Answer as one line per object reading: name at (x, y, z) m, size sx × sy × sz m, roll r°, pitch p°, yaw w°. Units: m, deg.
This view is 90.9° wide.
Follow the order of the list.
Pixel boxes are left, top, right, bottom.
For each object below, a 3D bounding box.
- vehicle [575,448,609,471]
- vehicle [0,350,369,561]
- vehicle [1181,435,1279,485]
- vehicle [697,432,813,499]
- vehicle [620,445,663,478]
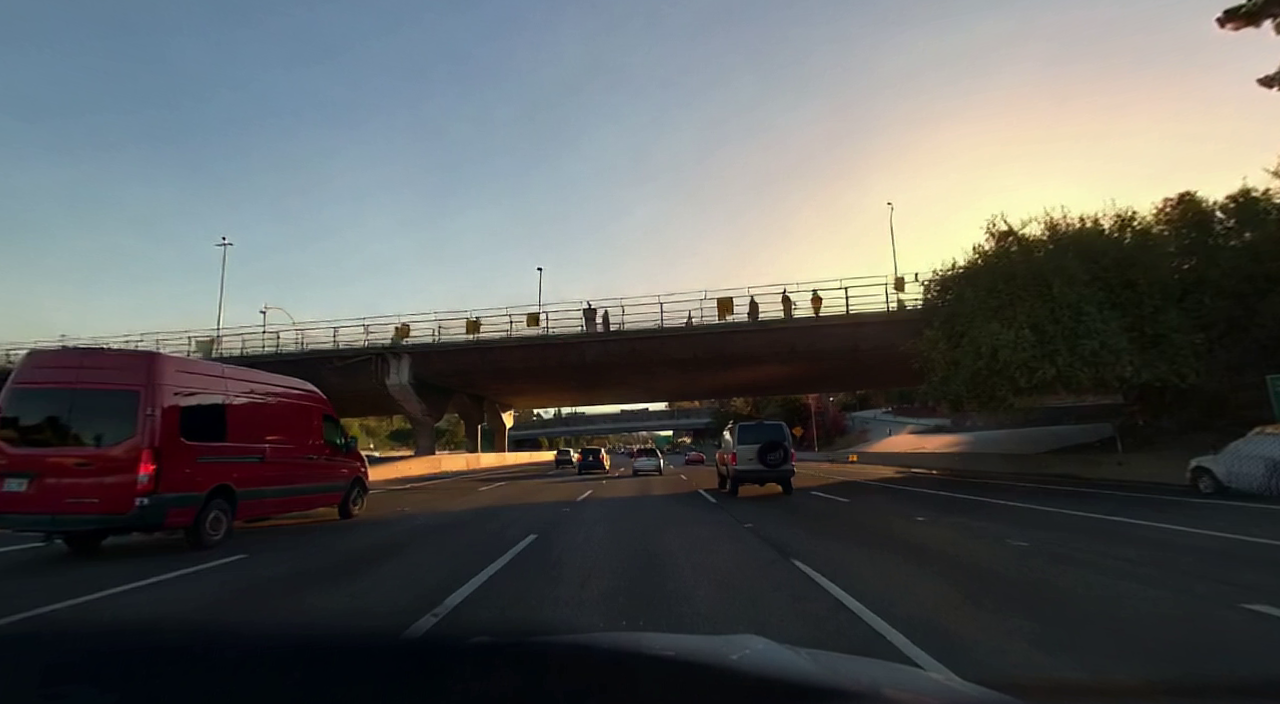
vehicle at (-3.286, 7.495, 44.193) m, size 1.970 × 1.483 × 4.071 m, roll 0°, pitch -9°, yaw 1°
vehicle at (-7.526, 1.800, 11.404) m, size 2.336 × 2.708 × 6.421 m, roll 0°, pitch -9°, yaw 0°
vehicle at (23.286, 3.998, 23.363) m, size 1.982 × 1.748 × 4.713 m, roll 2°, pitch -9°, yaw -6°
vehicle at (3.581, 3.697, 21.095) m, size 2.777 × 1.895 × 5.710 m, roll 0°, pitch -9°, yaw 0°
vehicle at (0.084, 5.731, 33.401) m, size 2.115 × 1.617 × 4.102 m, roll 0°, pitch -9°, yaw 1°
